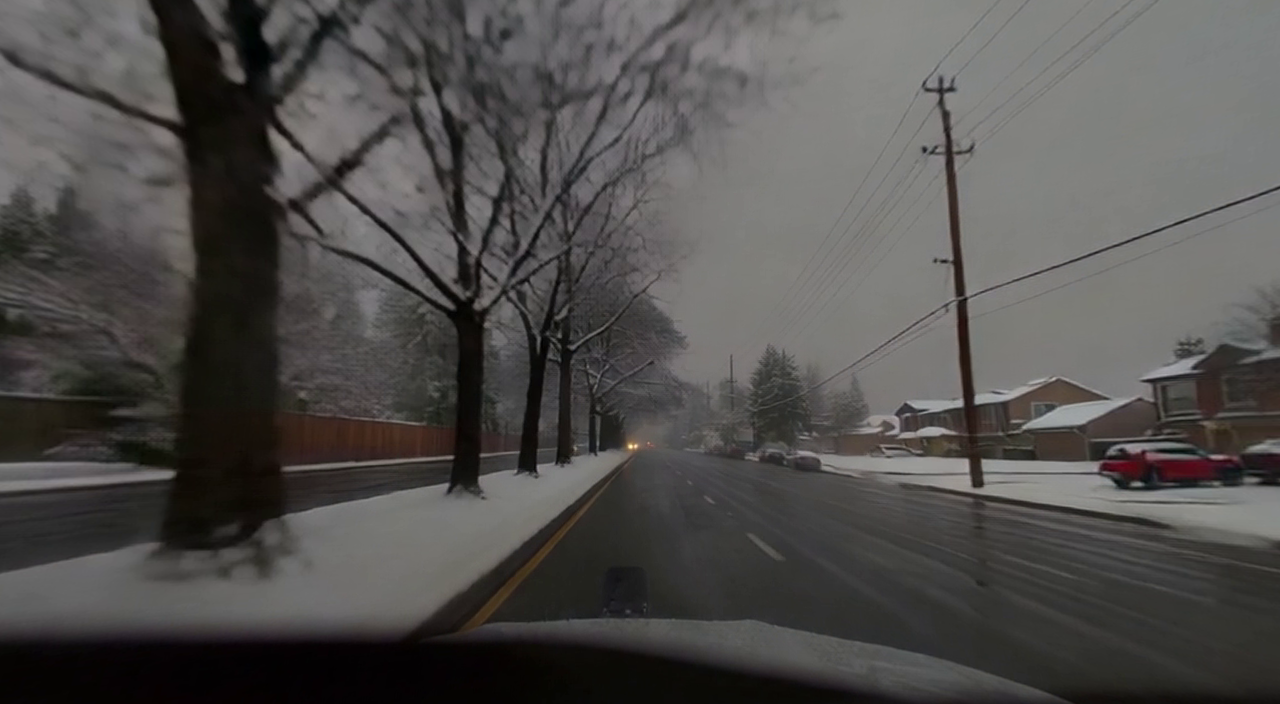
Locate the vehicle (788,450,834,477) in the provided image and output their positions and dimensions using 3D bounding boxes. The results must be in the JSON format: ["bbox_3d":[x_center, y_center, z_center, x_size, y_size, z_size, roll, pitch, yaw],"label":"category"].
[{"bbox_3d":[11.897,7.770,44.081,2.061,1.575,4.098,5,-8,1],"label":"vehicle"}]

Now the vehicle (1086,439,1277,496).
[{"bbox_3d":[19.148,4.084,22.514,4.655,1.921,2.231,0,-8,1],"label":"vehicle"}]
